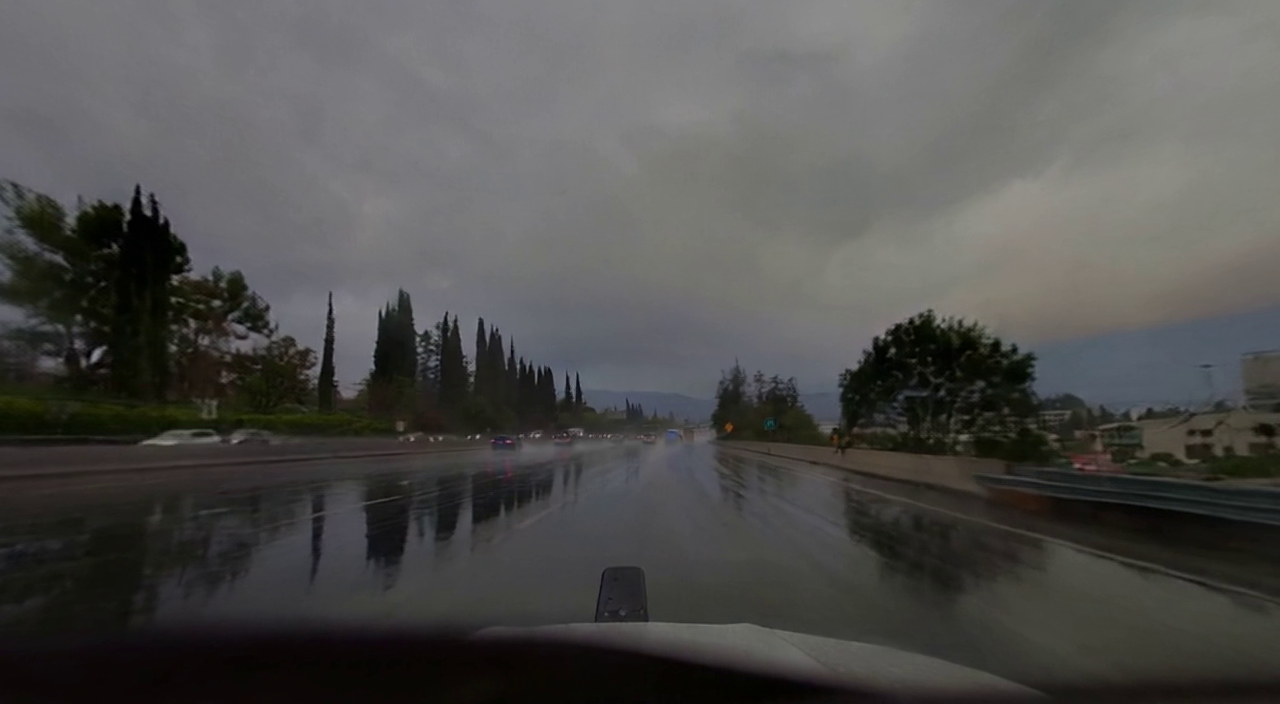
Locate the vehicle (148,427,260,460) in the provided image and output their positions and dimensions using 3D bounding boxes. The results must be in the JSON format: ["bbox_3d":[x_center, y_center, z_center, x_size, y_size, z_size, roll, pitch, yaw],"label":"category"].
[{"bbox_3d":[-26.587,5.633,38.811,2.173,1.802,6.102,-1,-8,5],"label":"vehicle"}]
